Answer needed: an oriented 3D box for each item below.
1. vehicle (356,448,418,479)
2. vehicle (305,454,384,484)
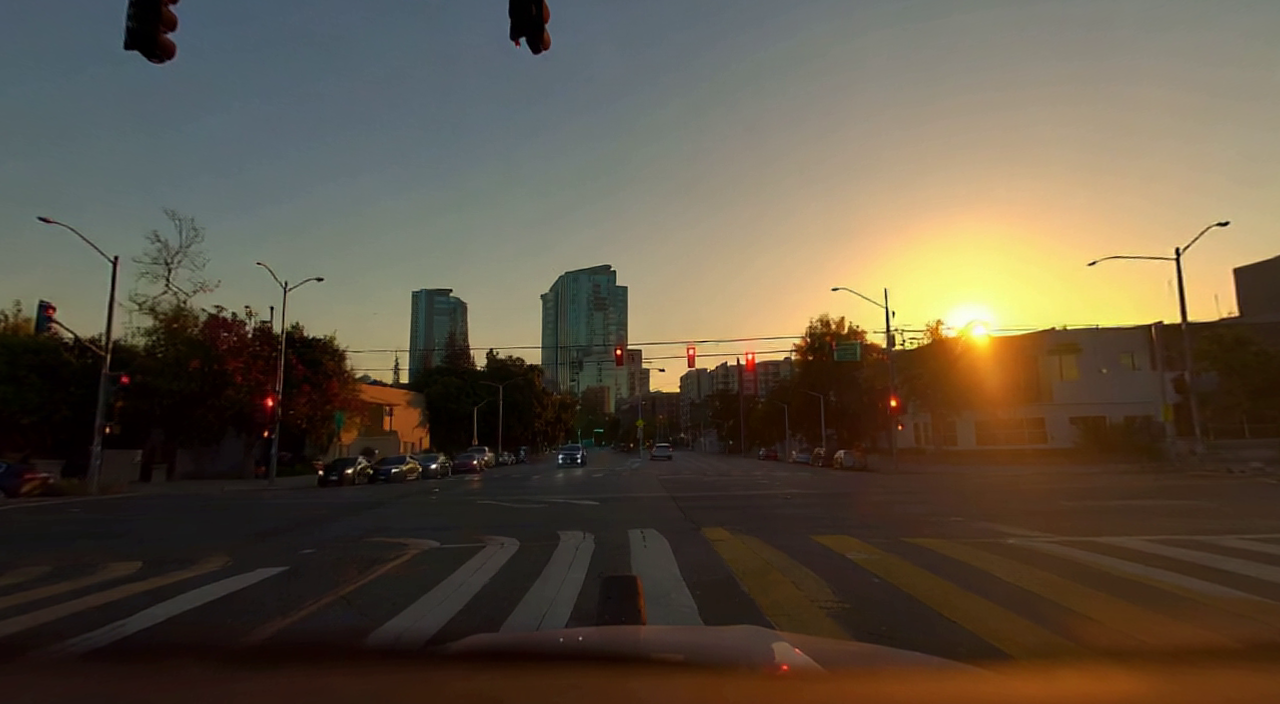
[{"bbox_3d":[-16.181,7.104,40.447,1.960,1.819,5.018,0,-9,-1],"label":"vehicle"},{"bbox_3d":[-16.093,6.375,34.496,2.055,1.506,4.663,0,-9,0],"label":"vehicle"}]
